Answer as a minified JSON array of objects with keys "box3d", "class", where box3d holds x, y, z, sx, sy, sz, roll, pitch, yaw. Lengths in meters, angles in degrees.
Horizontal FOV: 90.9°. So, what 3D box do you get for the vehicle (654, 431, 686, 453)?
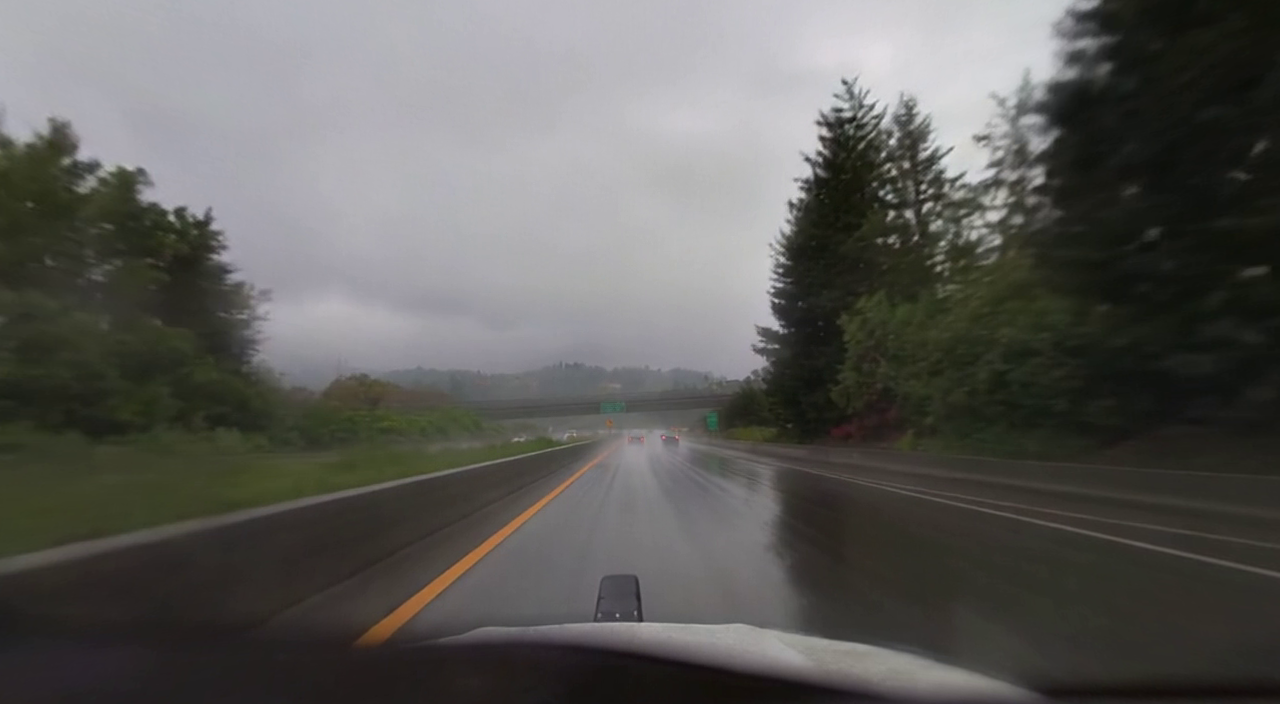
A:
[{"box3d":[2.107,6.417,44.969,1.981,1.490,3.449,0,-8,-3],"class":"vehicle"}]
